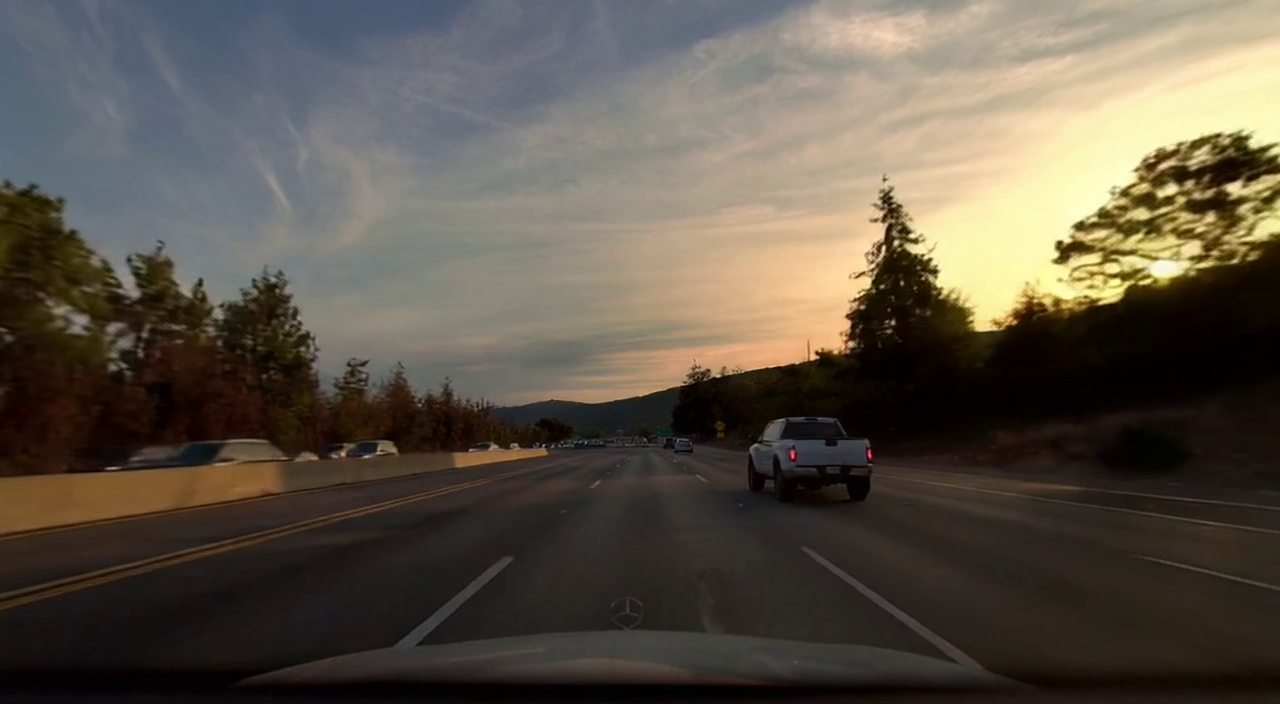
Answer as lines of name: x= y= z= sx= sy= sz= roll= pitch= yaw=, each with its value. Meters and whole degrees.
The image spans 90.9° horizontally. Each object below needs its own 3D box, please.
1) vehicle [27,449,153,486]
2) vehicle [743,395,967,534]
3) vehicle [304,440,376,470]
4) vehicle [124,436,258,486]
vehicle: x=-24.506 y=5.127 z=28.326 sx=1.759 sy=1.476 sz=4.250 roll=0 pitch=-8 yaw=1
vehicle: x=3.540 y=2.021 z=11.912 sx=2.218 sy=1.964 sz=5.662 roll=0 pitch=-8 yaw=0
vehicle: x=-19.059 y=6.540 z=40.353 sx=2.094 sy=1.790 sz=4.848 roll=-1 pitch=-8 yaw=3
vehicle: x=-17.550 y=4.269 z=24.998 sx=1.914 sy=1.766 sz=4.501 roll=-1 pitch=-8 yaw=1
